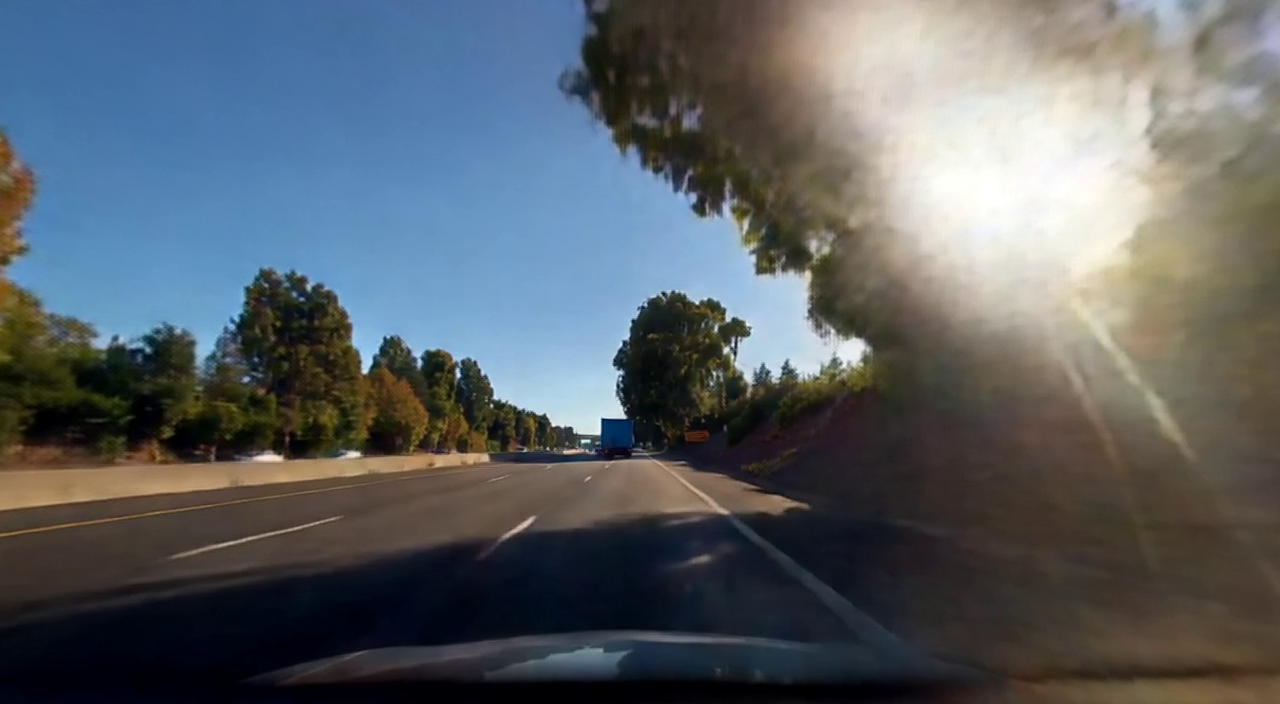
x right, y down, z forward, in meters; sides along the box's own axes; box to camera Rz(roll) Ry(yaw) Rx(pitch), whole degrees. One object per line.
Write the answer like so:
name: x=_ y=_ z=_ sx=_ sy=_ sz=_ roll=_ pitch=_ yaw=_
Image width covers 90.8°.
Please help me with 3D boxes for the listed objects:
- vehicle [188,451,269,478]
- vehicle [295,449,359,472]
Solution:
vehicle: x=-25.104 y=6.856 z=38.756 sx=1.833 sy=1.477 sz=4.743 roll=0 pitch=-8 yaw=-1
vehicle: x=-21.308 y=7.400 z=43.301 sx=1.992 sy=1.492 sz=4.727 roll=0 pitch=-8 yaw=0
